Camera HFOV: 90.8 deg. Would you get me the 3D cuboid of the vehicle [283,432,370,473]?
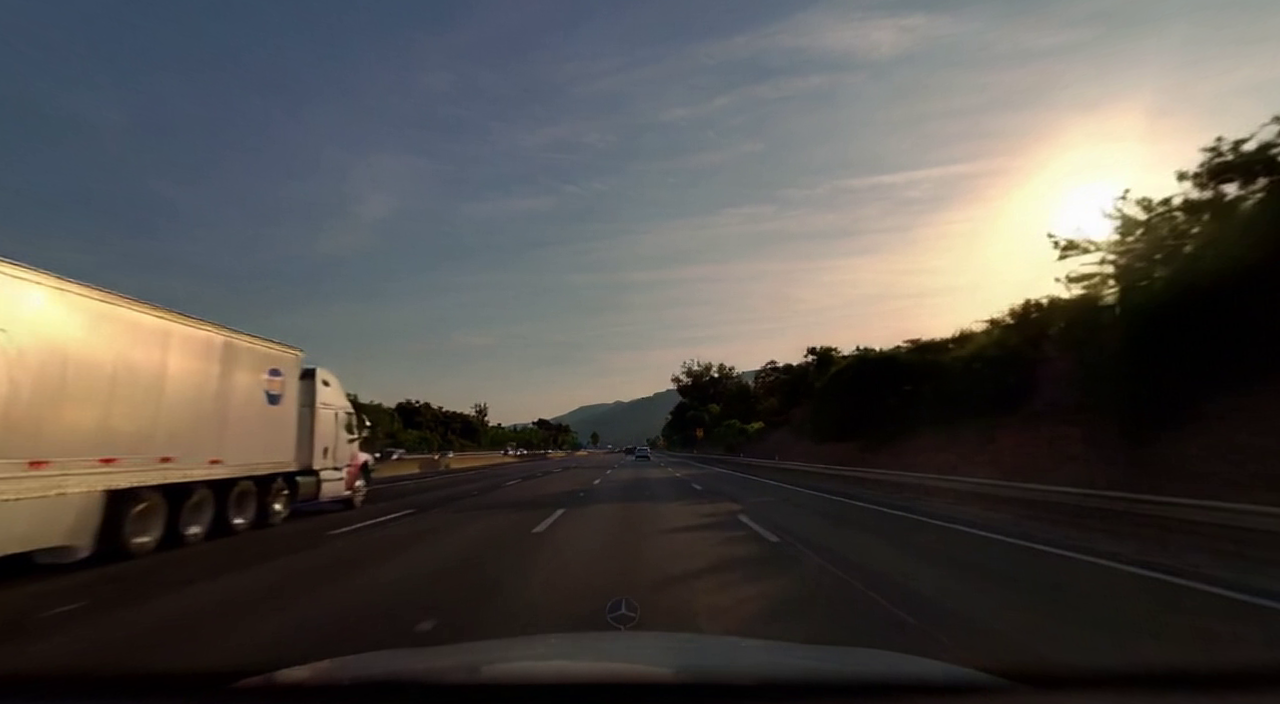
[{"bbox_3d":[-18.587,5.998,37.814,2.176,2.251,5.723,0,-9,0],"label":"vehicle"}]
